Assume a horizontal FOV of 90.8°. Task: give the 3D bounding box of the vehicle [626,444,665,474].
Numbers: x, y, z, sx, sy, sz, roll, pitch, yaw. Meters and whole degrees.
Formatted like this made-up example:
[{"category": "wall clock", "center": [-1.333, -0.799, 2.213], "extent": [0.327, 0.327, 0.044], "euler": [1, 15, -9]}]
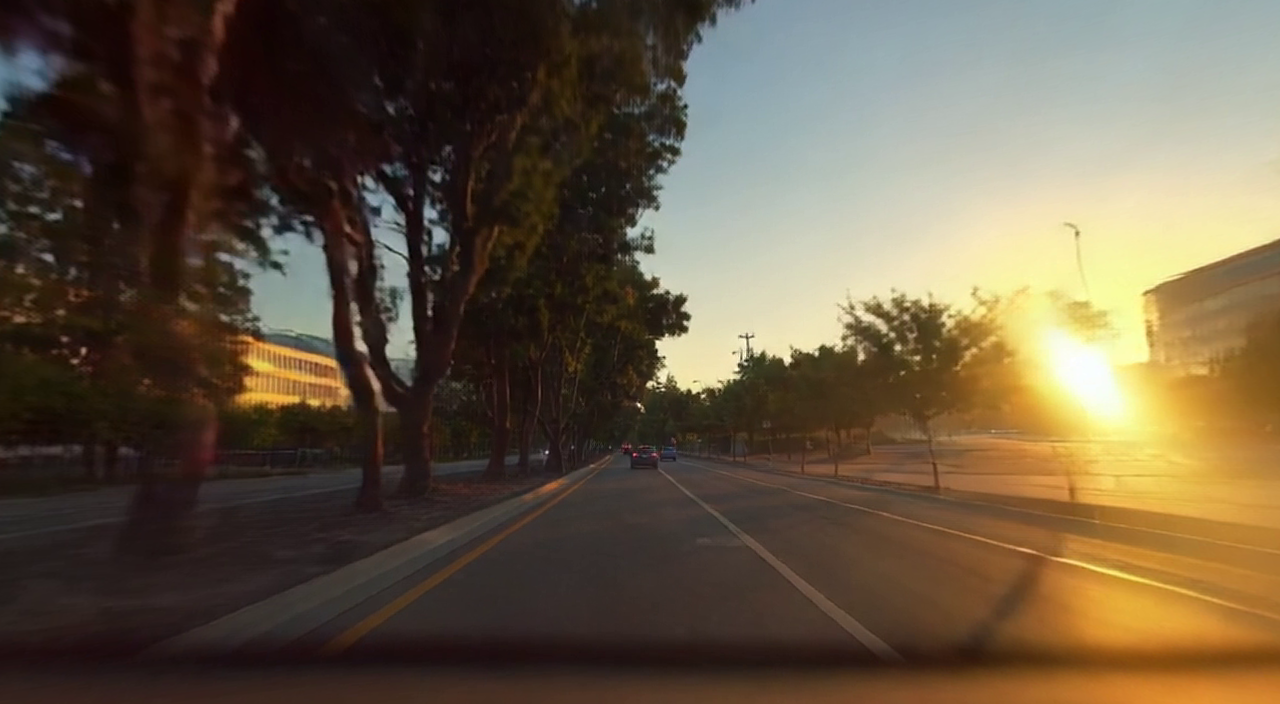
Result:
[{"category": "vehicle", "center": [0.250, 5.998, 35.653], "extent": [2.048, 1.584, 4.393], "euler": [0, -8, -2]}]
